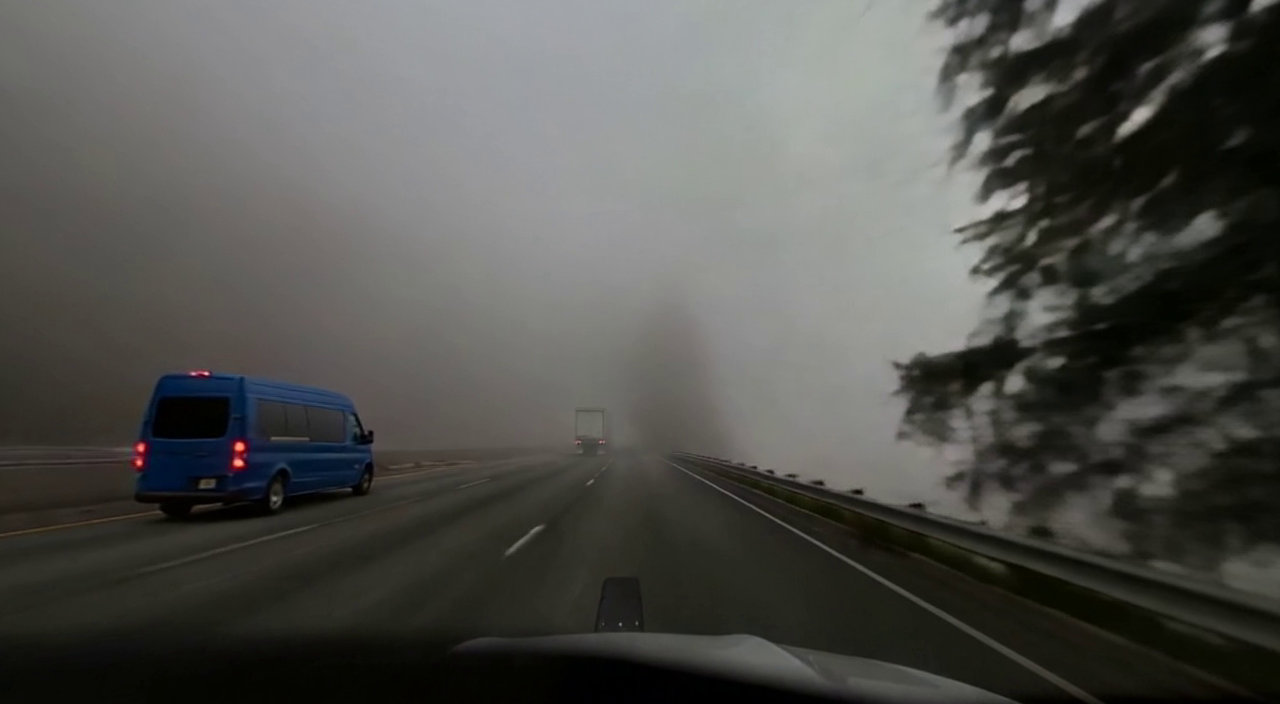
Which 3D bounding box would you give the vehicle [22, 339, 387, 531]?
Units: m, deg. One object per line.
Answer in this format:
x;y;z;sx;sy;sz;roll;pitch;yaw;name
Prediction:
-7.658;1.652;12.616;2.396;2.763;6.935;0;-8;-1;vehicle
